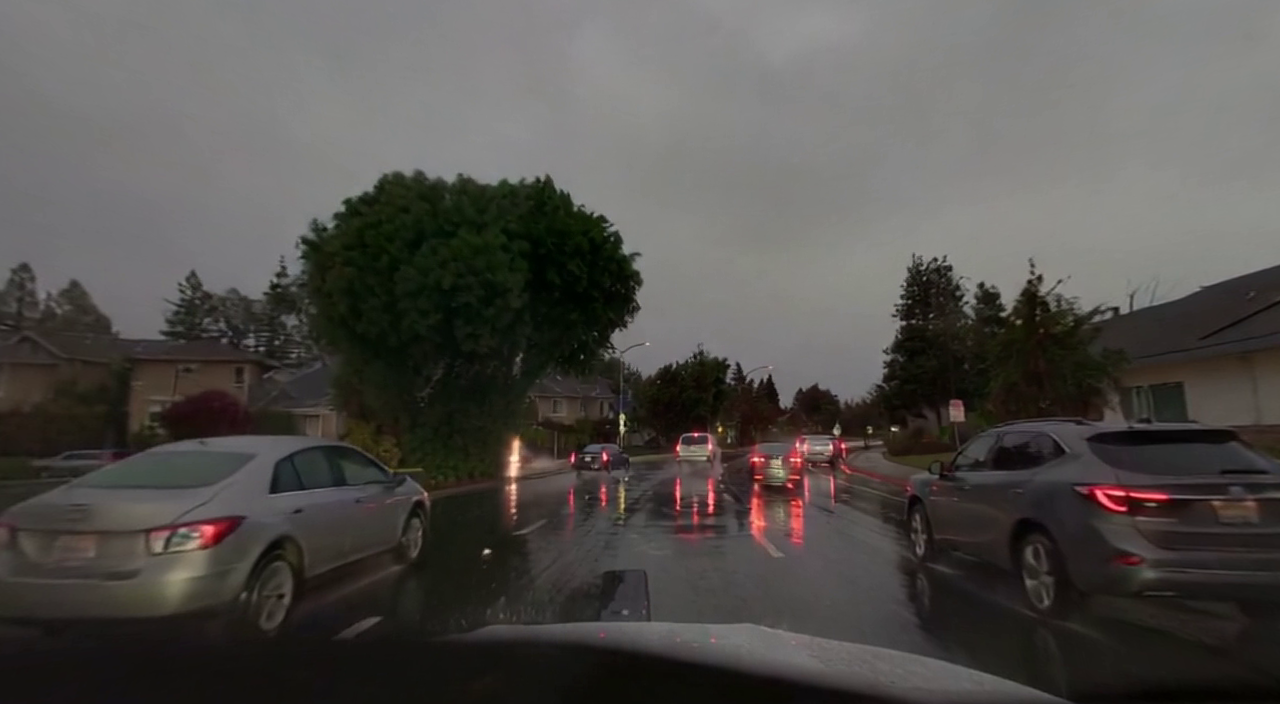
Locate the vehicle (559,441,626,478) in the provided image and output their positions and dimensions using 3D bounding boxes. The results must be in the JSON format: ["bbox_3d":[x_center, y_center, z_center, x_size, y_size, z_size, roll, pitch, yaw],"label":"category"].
[{"bbox_3d":[-2.010,4.757,28.158,2.006,1.464,4.586,-2,-9,8],"label":"vehicle"}]

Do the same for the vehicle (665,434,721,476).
[{"bbox_3d":[2.528,4.739,29.127,2.250,1.768,4.574,-2,-9,8],"label":"vehicle"}]

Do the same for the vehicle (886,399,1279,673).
[{"bbox_3d":[3.700,1.299,5.355,1.859,1.540,3.454,-1,-9,1],"label":"vehicle"}]

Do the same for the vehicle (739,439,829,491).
[{"bbox_3d":[4.416,3.538,20.038,2.117,1.472,4.158,-1,-9,4],"label":"vehicle"}]

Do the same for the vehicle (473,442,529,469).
[{"bbox_3d":[-8.892,6.660,40.802,2.010,1.598,4.355,-2,-9,10],"label":"vehicle"}]

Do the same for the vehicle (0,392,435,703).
[{"bbox_3d":[-3.421,1.222,4.524,2.169,1.468,4.716,-1,-9,2],"label":"vehicle"}]
